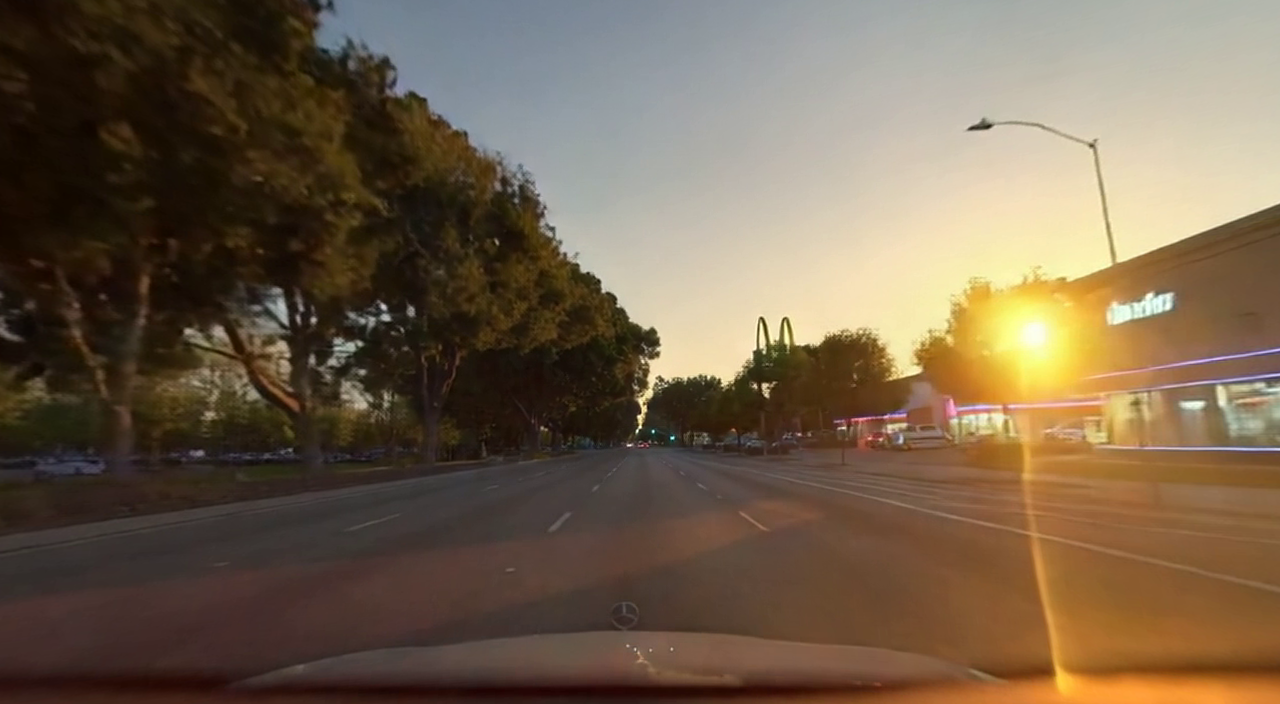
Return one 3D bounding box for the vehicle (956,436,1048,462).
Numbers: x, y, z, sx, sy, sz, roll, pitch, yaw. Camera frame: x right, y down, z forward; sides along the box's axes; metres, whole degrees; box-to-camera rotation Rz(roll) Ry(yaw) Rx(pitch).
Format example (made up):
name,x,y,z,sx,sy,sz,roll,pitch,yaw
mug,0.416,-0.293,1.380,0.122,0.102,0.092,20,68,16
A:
name,x,y,z,sx,sy,sz,roll,pitch,yaw
vehicle,22.250,5.952,38.913,4.373,1.532,2.071,0,-8,-1
